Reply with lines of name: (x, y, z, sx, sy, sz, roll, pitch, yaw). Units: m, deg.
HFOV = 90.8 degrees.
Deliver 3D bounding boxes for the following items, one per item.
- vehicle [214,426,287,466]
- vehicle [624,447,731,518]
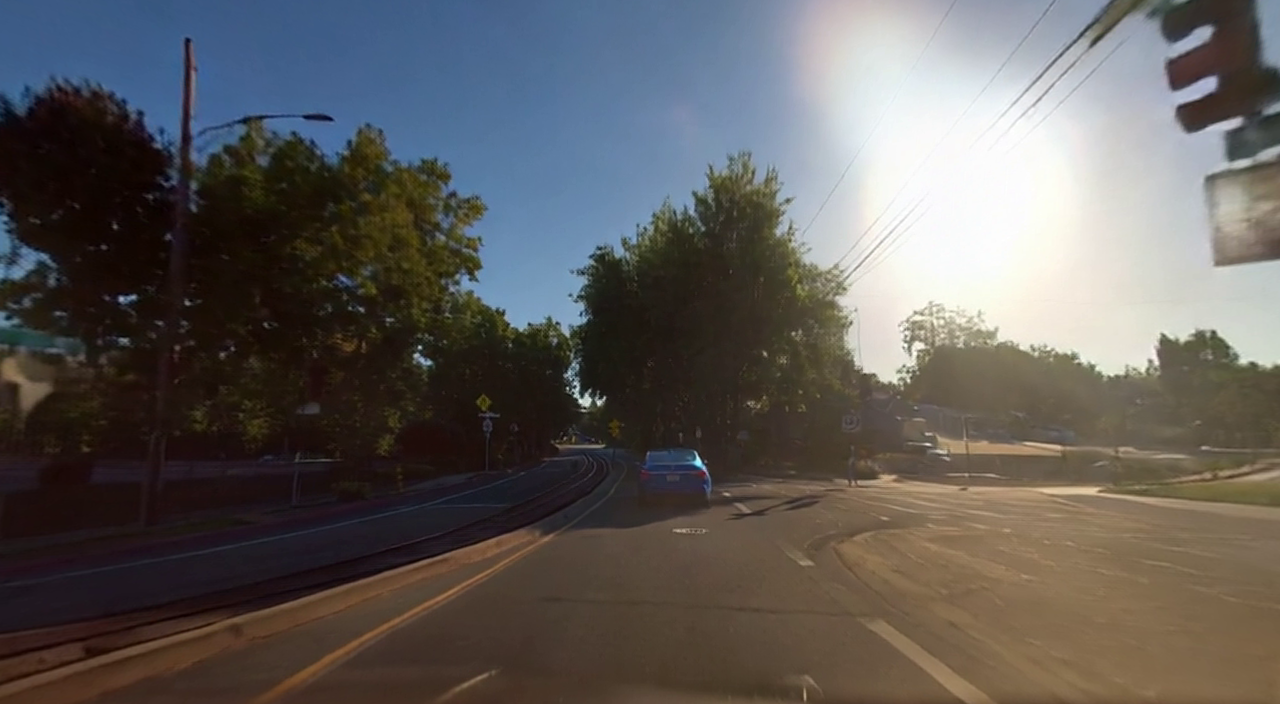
vehicle: (-29.707, 7.230, 48.558, 2.983, 2.816, 7.042, 3, -9, -17)
vehicle: (0.827, 3.144, 15.833, 2.295, 1.510, 4.364, 0, -9, 1)
